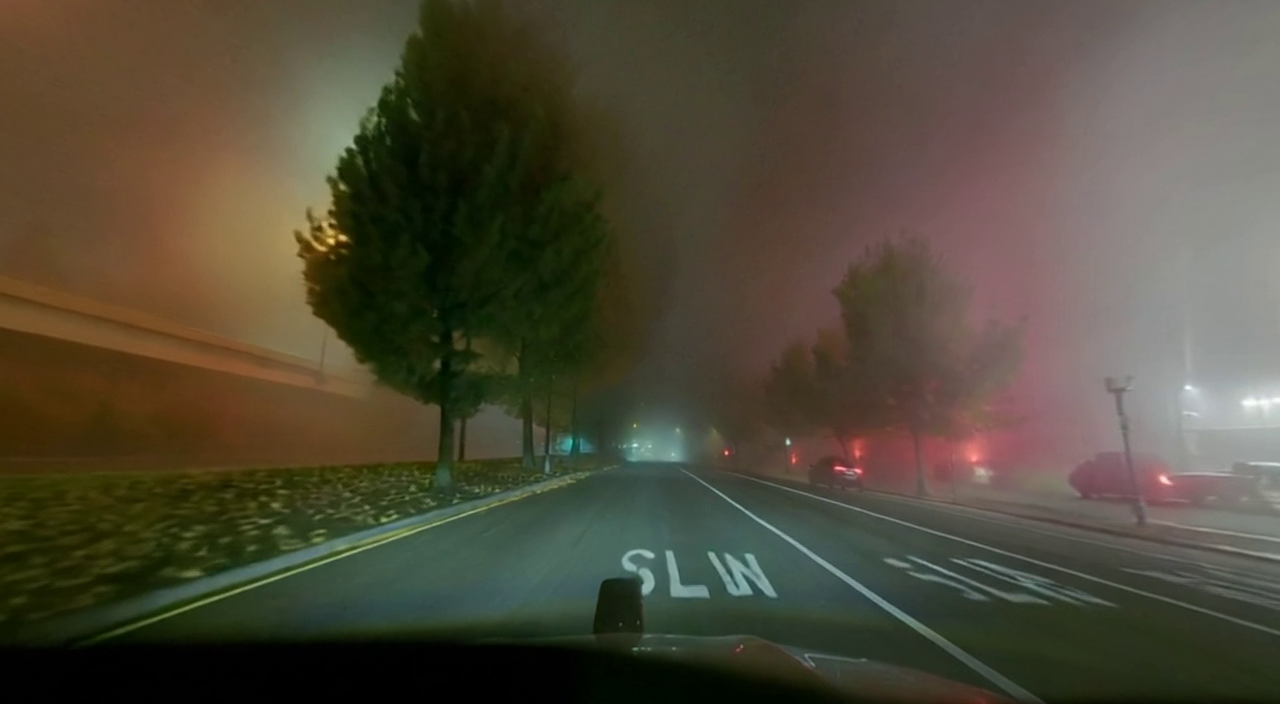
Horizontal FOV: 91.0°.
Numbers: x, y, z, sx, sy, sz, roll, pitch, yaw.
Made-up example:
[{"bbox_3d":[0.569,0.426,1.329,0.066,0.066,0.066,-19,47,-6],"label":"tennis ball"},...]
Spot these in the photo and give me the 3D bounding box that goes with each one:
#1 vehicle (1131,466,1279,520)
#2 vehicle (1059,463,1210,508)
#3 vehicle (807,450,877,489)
[{"bbox_3d":[19.692,4.660,21.001,4.635,1.552,2.334,0,-9,2],"label":"vehicle"},{"bbox_3d":[18.612,5.028,23.838,4.089,1.519,1.920,1,-9,-1],"label":"vehicle"},{"bbox_3d":[10.572,6.166,33.373,2.187,1.871,4.576,1,-9,0],"label":"vehicle"}]
